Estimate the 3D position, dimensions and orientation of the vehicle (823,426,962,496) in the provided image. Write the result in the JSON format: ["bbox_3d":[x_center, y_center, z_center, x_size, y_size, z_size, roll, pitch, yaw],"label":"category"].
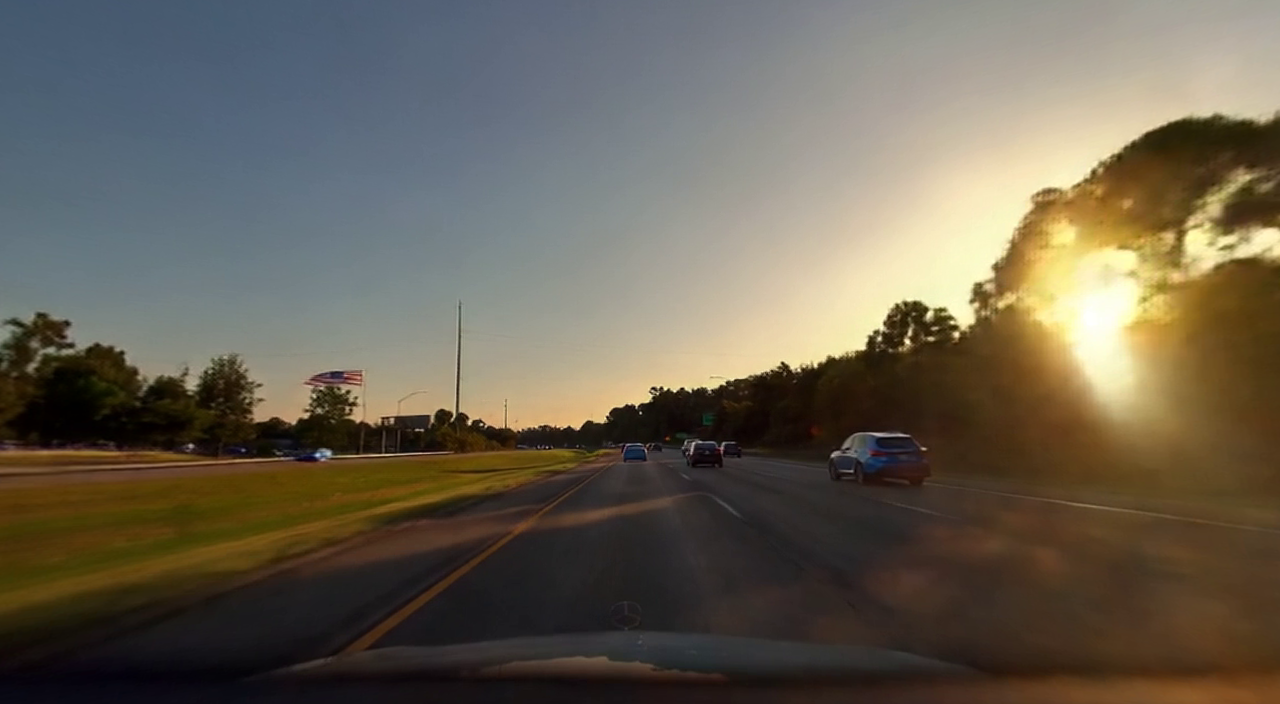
[{"bbox_3d":[7.318,3.208,18.976,2.114,1.800,4.779,0,-8,-1],"label":"vehicle"}]

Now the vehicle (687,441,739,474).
[{"bbox_3d":[3.574,5.248,31.709,1.978,1.488,4.252,0,-8,-1],"label":"vehicle"}]

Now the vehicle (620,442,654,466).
[{"bbox_3d":[-0.189,6.598,40.948,2.085,1.449,3.860,0,-8,0],"label":"vehicle"}]
